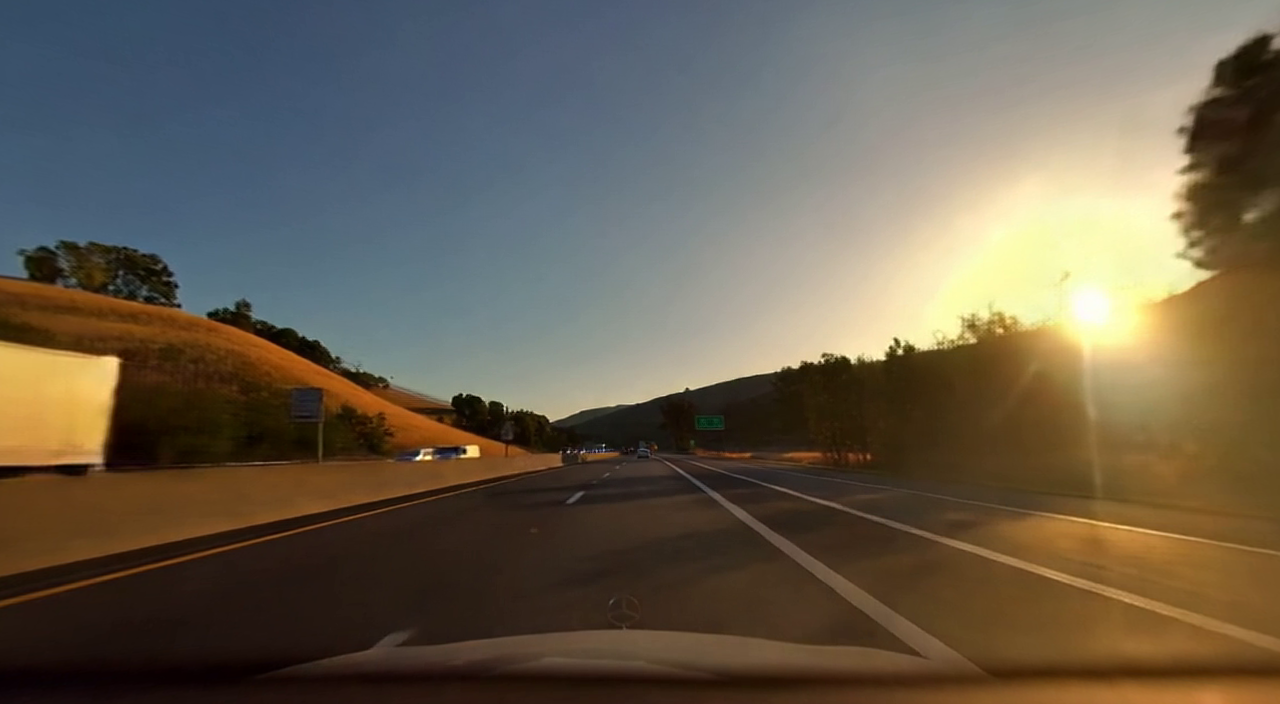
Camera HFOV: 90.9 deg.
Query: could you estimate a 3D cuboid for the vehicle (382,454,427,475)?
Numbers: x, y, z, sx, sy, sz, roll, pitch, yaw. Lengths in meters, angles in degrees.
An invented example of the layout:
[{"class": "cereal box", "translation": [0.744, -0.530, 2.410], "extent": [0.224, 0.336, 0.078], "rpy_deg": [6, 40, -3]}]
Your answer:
[{"class": "vehicle", "translation": [-16.494, 7.882, 44.258], "extent": [1.700, 1.407, 3.634], "rpy_deg": [0, -9, 0]}]
